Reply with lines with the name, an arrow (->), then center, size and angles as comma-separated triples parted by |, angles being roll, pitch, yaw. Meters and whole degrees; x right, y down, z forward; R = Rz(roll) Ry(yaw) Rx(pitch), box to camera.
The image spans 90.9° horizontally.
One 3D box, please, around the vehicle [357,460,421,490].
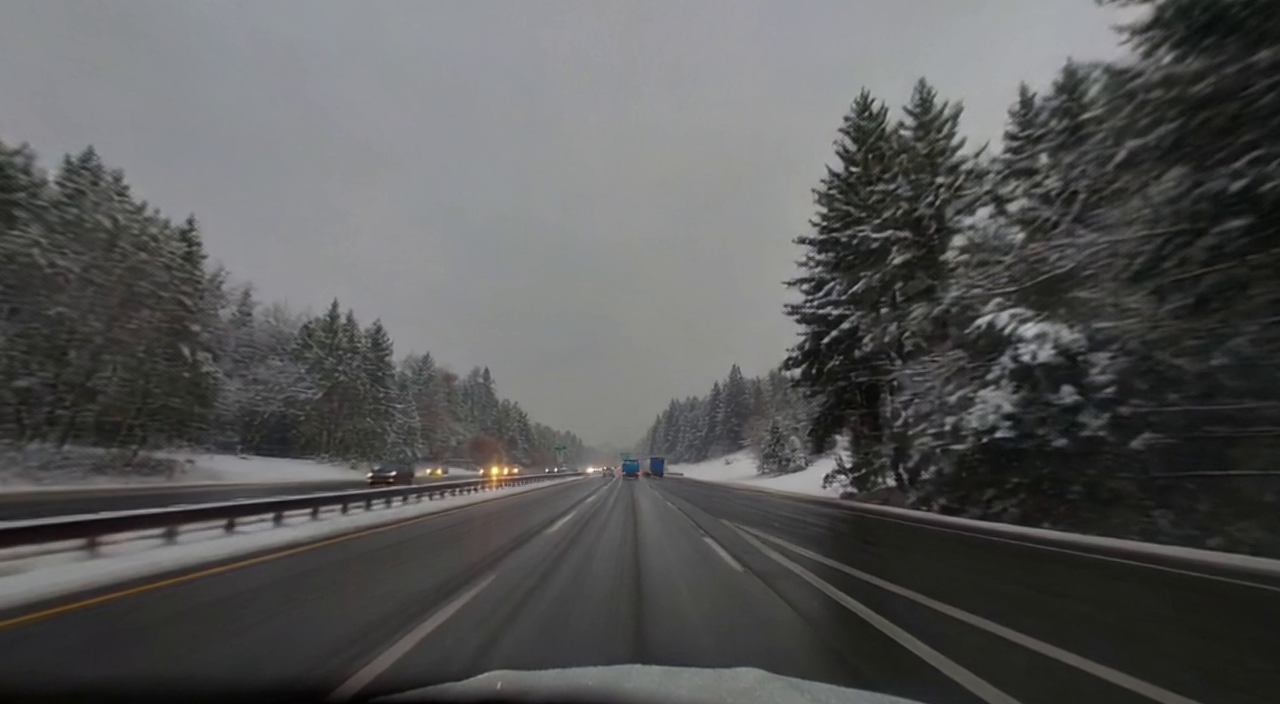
vehicle -> -13.679, 6.714, 34.542 | 1.859, 1.468, 3.965 | 1, -10, 0
